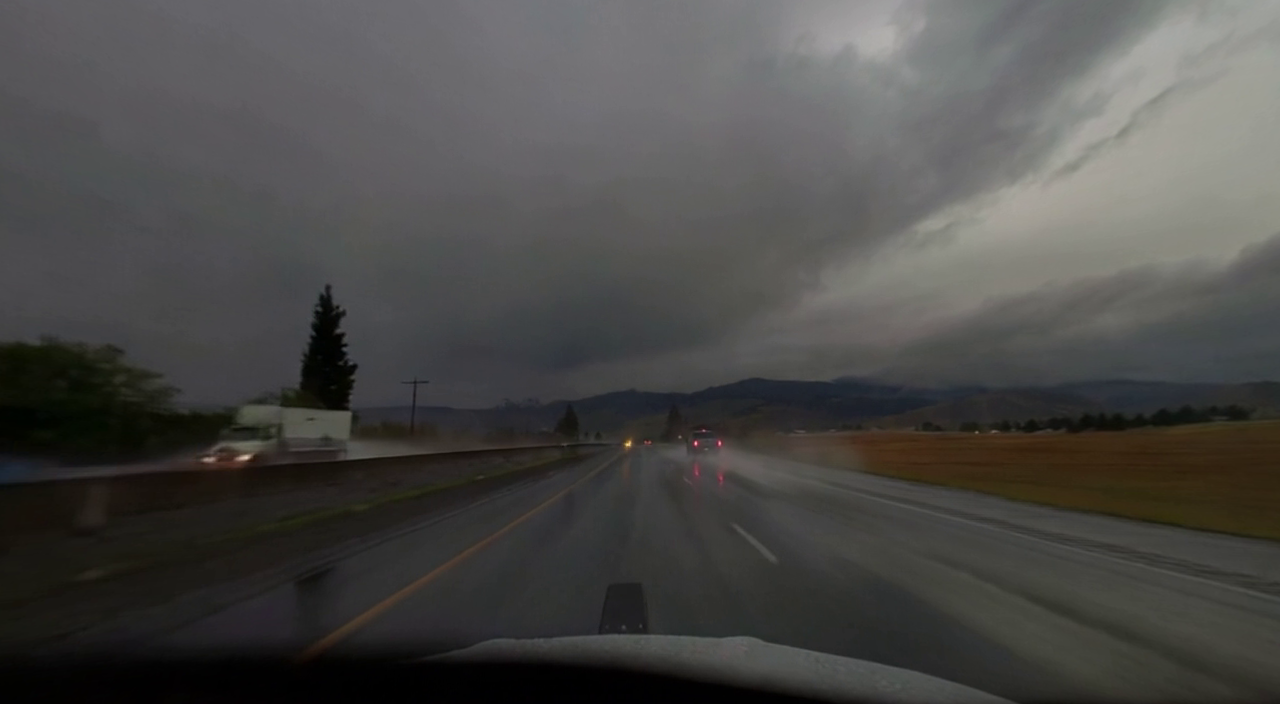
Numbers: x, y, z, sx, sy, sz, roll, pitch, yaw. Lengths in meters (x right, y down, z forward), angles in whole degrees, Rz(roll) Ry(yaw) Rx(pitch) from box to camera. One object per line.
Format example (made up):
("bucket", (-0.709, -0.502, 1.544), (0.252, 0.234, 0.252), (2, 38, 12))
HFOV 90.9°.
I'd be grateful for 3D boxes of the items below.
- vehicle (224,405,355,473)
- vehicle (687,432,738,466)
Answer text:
("vehicle", (-21.393, 5.453, 39.303), (2.949, 3.757, 8.813), (0, -8, 0))
("vehicle", (3.664, 5.007, 32.644), (2.157, 1.640, 4.056), (0, -8, 1))
